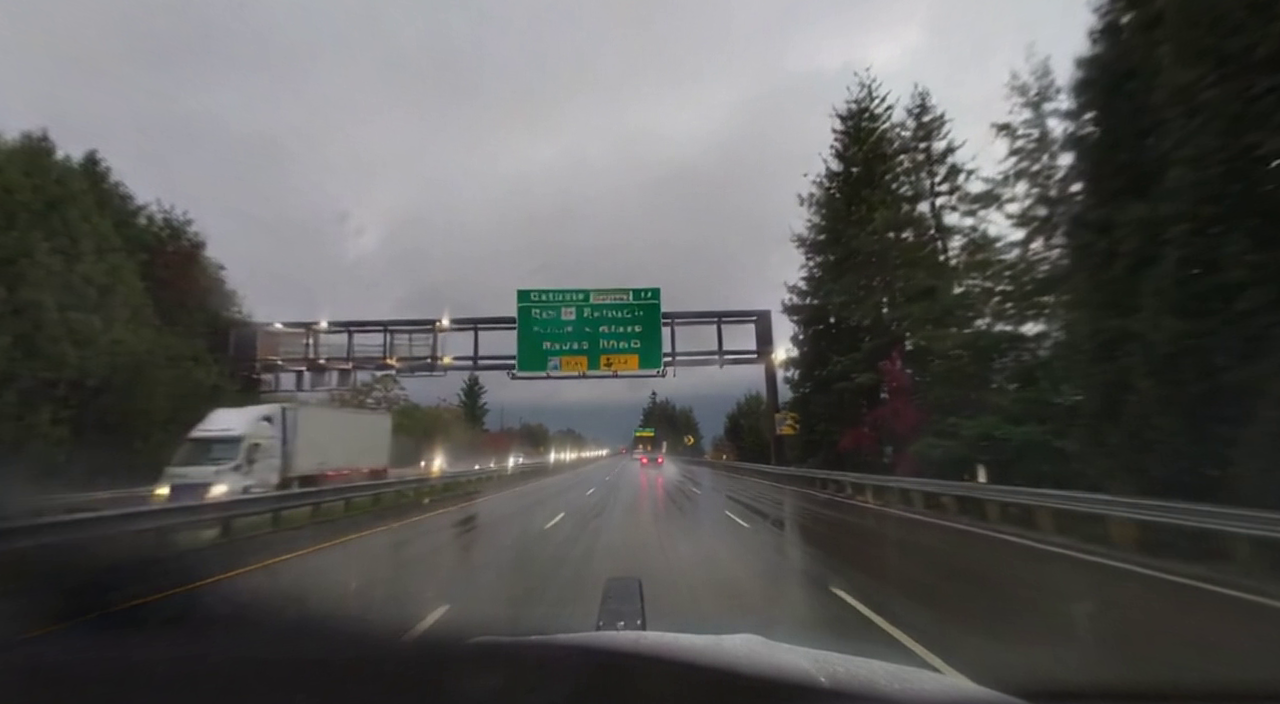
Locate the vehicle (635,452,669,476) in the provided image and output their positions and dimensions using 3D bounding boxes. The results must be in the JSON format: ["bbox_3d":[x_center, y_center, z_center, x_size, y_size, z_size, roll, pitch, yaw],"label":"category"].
[{"bbox_3d":[0.729,7.025,39.713,2.036,1.457,3.471,0,-9,-1],"label":"vehicle"}]

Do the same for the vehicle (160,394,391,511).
[{"bbox_3d":[-13.861,4.047,25.567,3.366,3.773,9.860,0,-9,0],"label":"vehicle"}]
